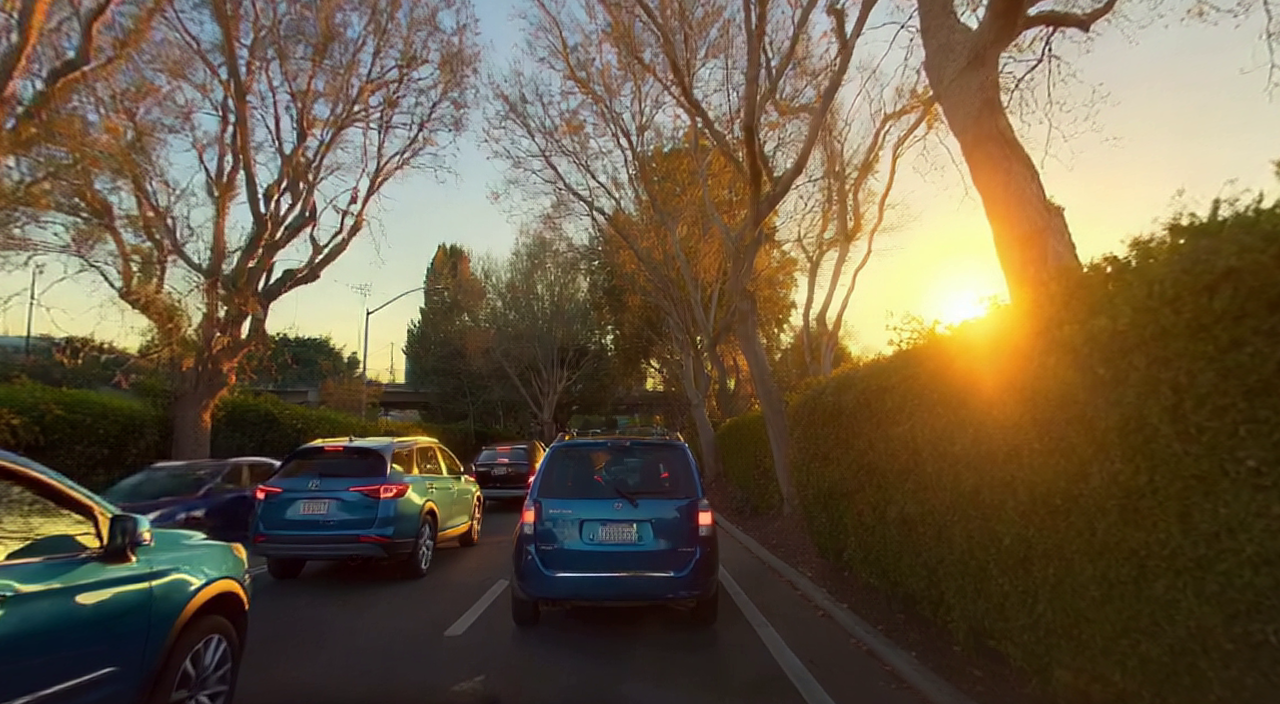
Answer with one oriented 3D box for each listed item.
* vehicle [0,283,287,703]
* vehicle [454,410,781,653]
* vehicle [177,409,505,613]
[{"bbox_3d":[-3.279,0.681,1.258,2.205,1.913,5.327,-6,-8,-2],"label":"vehicle"},{"bbox_3d":[-0.170,1.503,6.229,2.154,1.581,4.007,0,-9,-1],"label":"vehicle"},{"bbox_3d":[-3.417,1.855,8.322,2.256,1.728,4.421,-6,-8,-2],"label":"vehicle"}]
